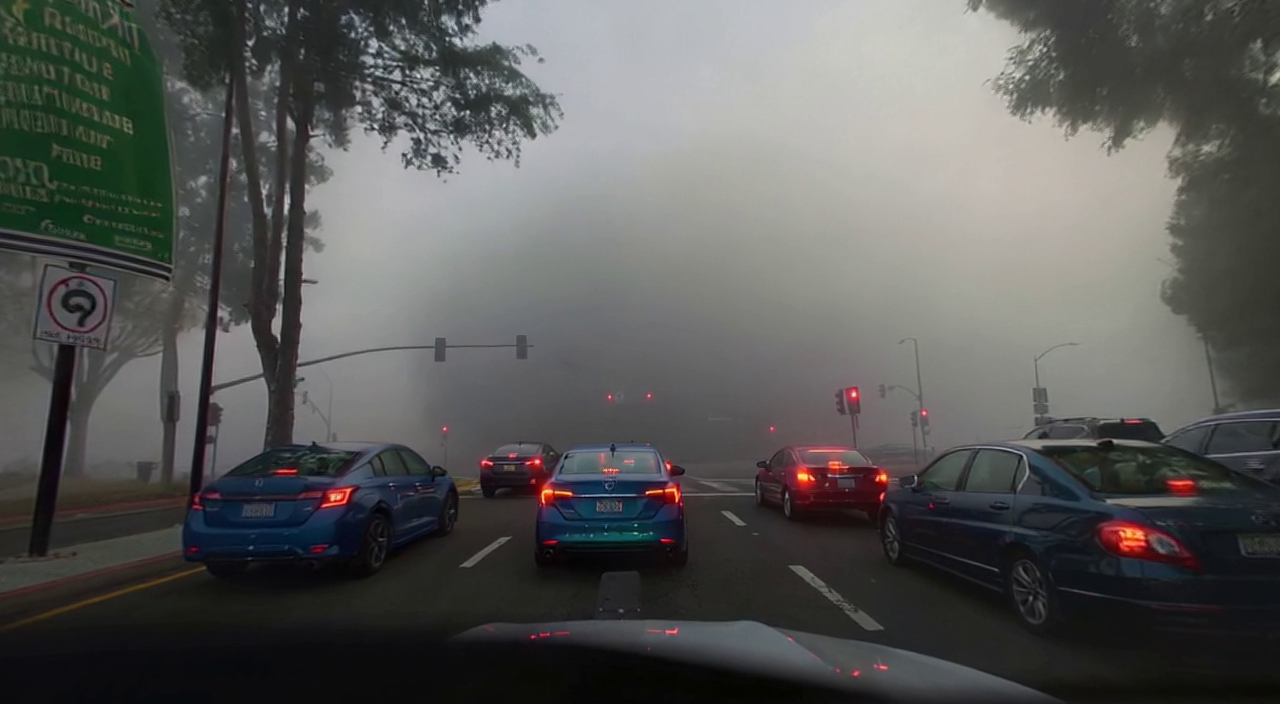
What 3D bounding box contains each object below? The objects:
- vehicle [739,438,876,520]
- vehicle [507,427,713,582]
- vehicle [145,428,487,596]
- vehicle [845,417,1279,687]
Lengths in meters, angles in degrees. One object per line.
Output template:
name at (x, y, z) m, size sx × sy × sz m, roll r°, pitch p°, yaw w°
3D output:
vehicle at (3.397, 2.635, 13.642) m, size 1.852 × 1.498 × 3.825 m, roll 0°, pitch -9°, yaw -1°
vehicle at (-0.321, 1.756, 8.006) m, size 1.994 × 1.479 × 3.647 m, roll 0°, pitch -9°, yaw -1°
vehicle at (-3.359, 1.722, 7.675) m, size 1.929 × 1.457 × 4.136 m, roll 0°, pitch -9°, yaw 0°
vehicle at (3.609, 1.437, 5.774) m, size 1.953 × 1.471 × 4.470 m, roll 0°, pitch -9°, yaw 0°
